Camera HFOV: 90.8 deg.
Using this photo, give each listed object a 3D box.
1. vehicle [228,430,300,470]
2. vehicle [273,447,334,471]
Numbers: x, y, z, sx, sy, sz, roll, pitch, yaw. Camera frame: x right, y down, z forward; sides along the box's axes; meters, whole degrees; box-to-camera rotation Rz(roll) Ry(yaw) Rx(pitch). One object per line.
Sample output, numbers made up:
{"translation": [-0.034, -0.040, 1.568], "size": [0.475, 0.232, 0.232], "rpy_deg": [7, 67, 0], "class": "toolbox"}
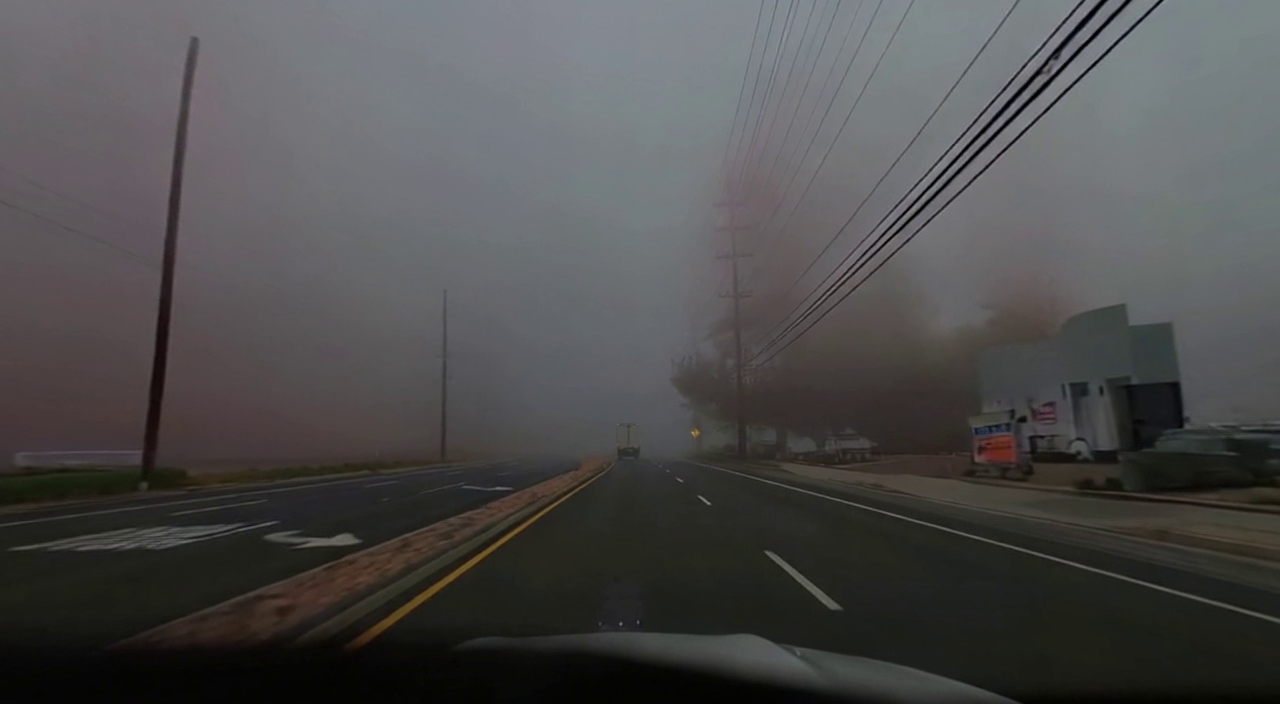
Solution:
{"translation": [-25.708, 6.717, 43.428], "size": [2.364, 2.577, 5.460], "rpy_deg": [2, -9, -11], "class": "vehicle"}
{"translation": [-23.142, 7.347, 43.661], "size": [1.972, 1.505, 4.657], "rpy_deg": [1, -9, -5], "class": "vehicle"}
